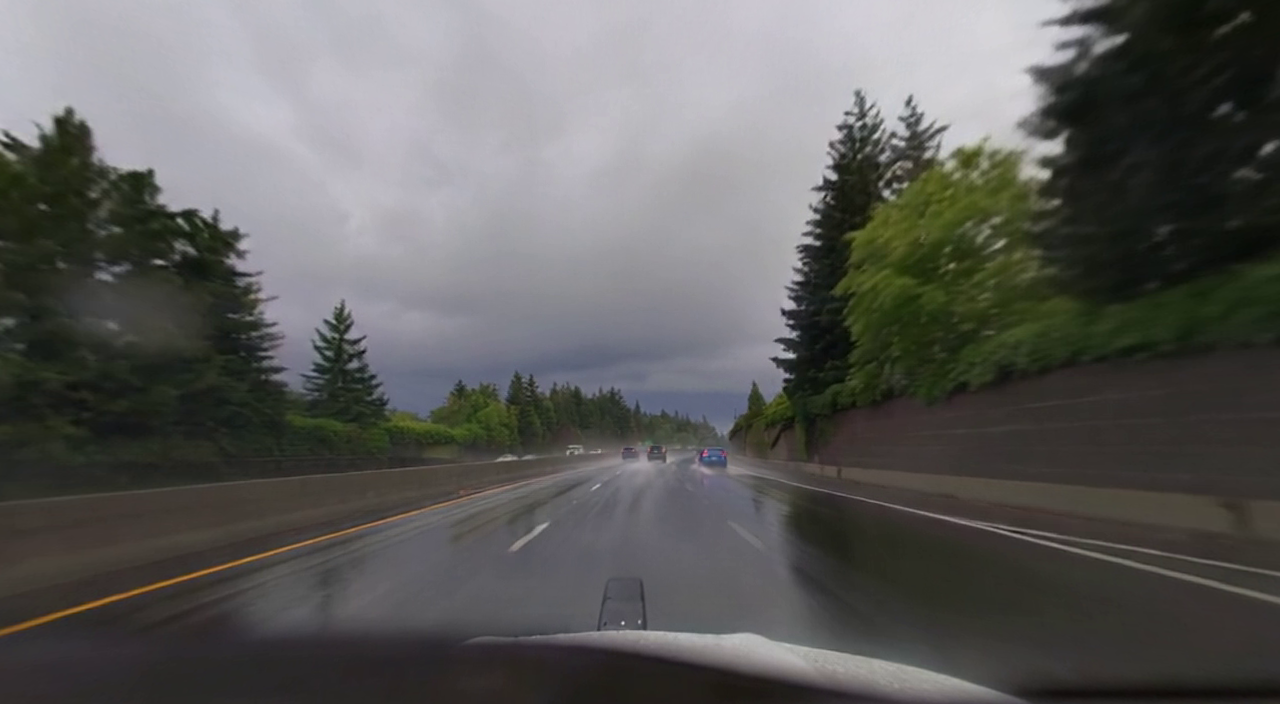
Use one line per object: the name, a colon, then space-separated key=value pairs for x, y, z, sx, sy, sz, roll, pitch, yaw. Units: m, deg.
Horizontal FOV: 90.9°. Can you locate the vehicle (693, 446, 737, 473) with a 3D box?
vehicle: x=4.505 y=6.550 z=38.530 sx=2.175 sy=1.574 sz=3.943 roll=0 pitch=-9 yaw=0
